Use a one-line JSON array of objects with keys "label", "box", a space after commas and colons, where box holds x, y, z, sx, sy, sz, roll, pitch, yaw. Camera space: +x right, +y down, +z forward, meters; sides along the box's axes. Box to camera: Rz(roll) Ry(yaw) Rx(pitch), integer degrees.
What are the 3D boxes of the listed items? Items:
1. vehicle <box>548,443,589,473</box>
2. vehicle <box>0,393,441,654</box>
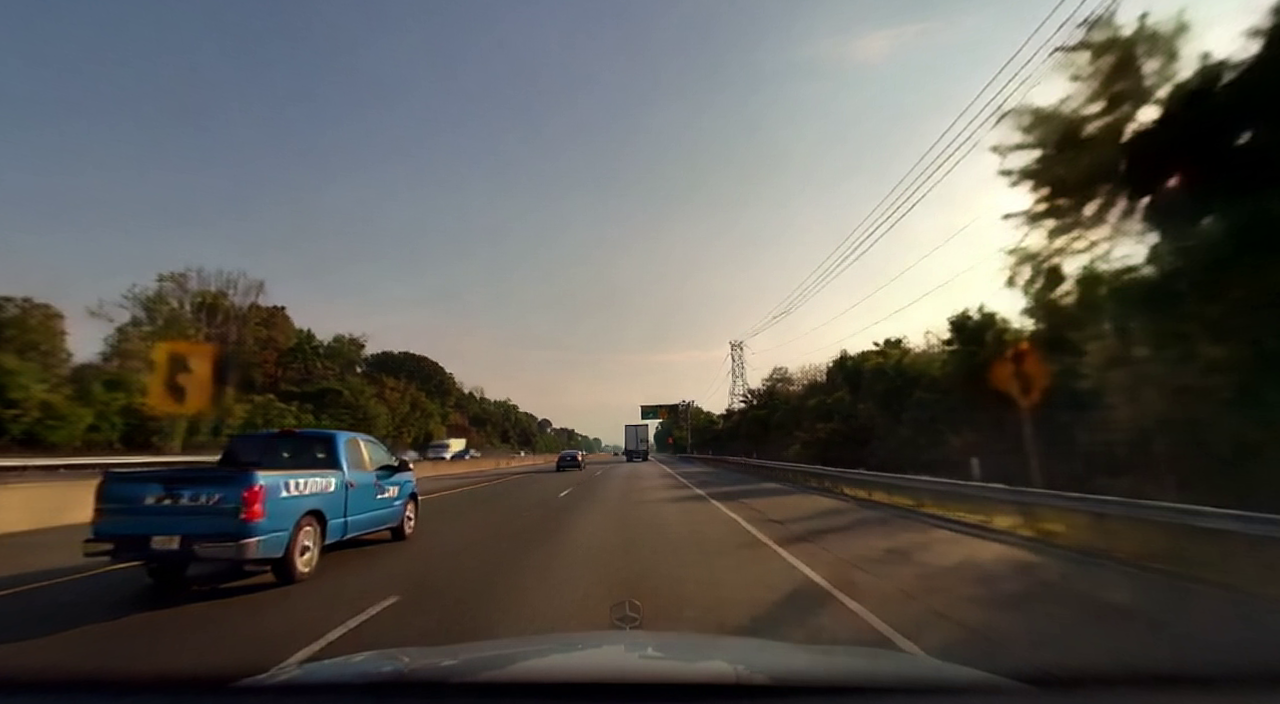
[{"label": "vehicle", "box": [-4.443, 6.663, 39.771, 2.111, 1.735, 4.066, 0, -9, 0]}, {"label": "vehicle", "box": [-3.981, 1.497, 6.707, 2.049, 1.697, 4.998, 0, -9, 0]}]
